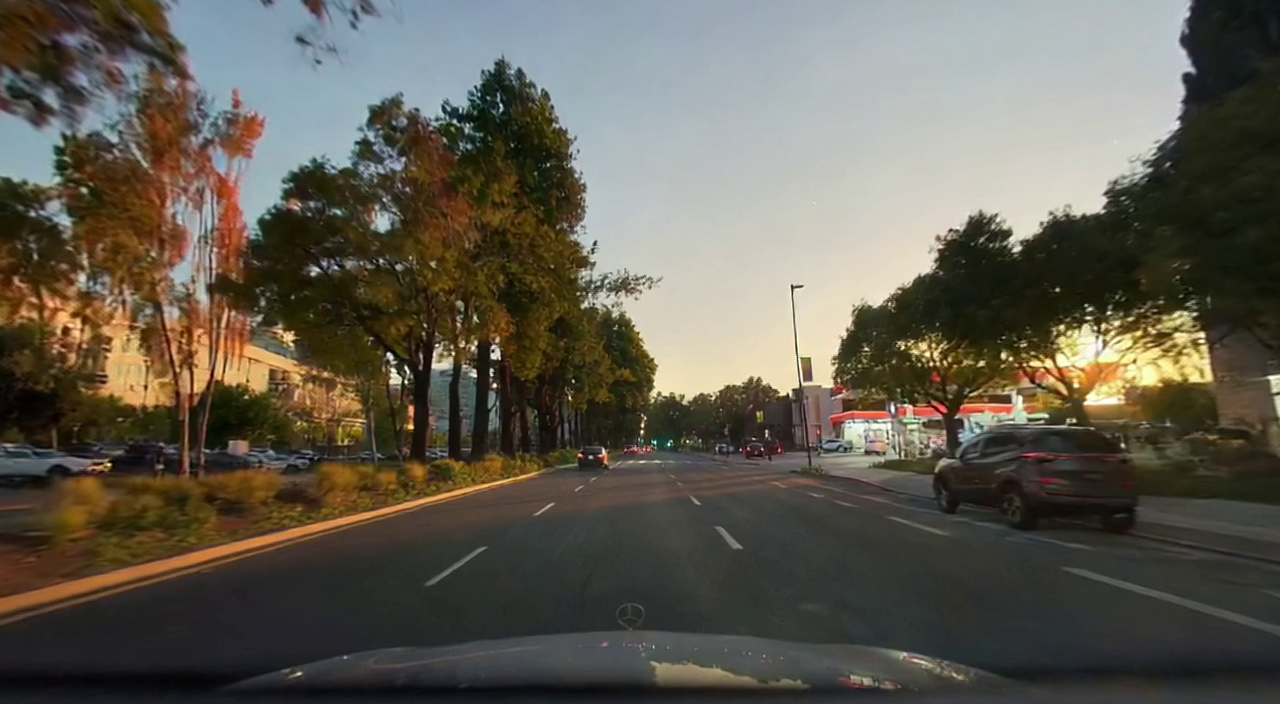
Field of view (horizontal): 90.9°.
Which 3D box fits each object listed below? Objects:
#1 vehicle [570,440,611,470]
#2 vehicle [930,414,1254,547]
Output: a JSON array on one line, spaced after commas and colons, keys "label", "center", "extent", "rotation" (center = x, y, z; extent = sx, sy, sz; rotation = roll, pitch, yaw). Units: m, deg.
[{"label": "vehicle", "center": [-3.128, 6.582, 40.614], "extent": [2.196, 1.801, 4.542], "rotation": [0, -8, 1]}, {"label": "vehicle", "center": [6.858, 1.989, 10.406], "extent": [1.952, 1.684, 4.535], "rotation": [-1, -9, 0]}]
